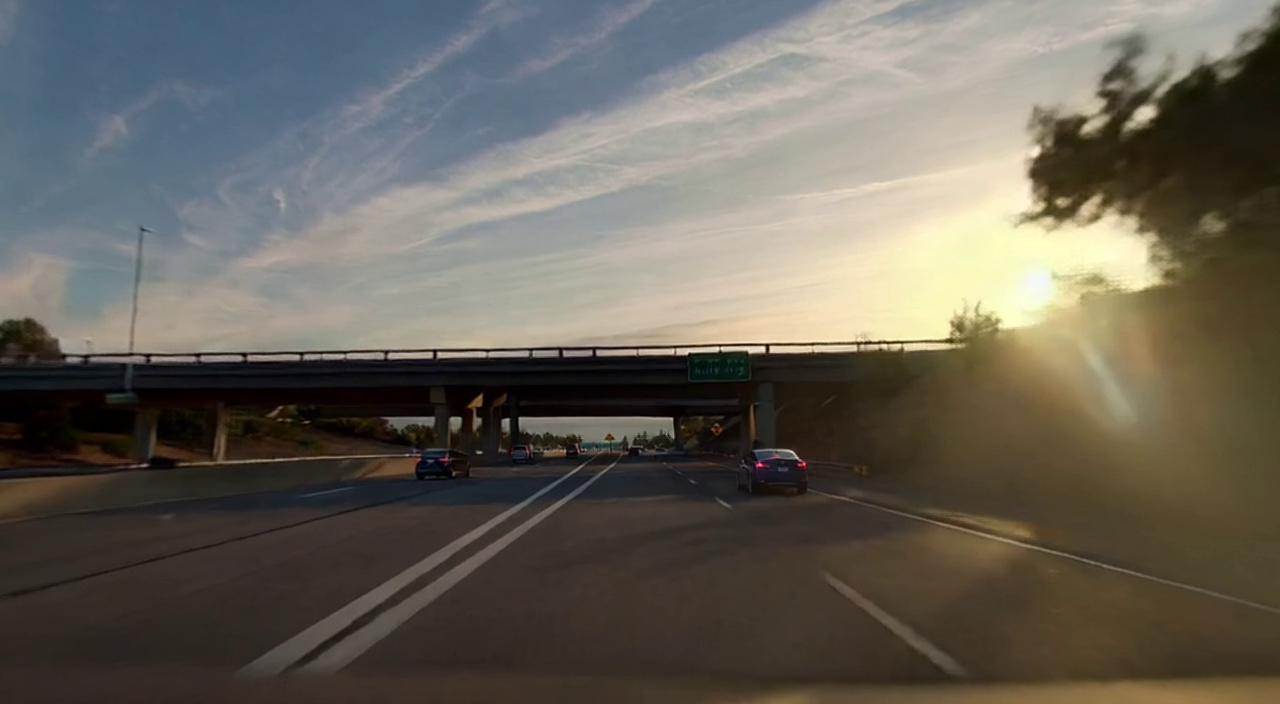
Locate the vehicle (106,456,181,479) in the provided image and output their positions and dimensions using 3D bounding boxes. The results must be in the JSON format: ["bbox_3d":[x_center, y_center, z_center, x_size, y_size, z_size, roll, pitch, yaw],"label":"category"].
[{"bbox_3d":[-36.495,8.498,46.424,1.886,1.521,4.740,0,-9,-4],"label":"vehicle"}]

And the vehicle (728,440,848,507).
[{"bbox_3d":[3.784,3.179,16.963,2.079,1.535,4.316,0,-9,-1],"label":"vehicle"}]

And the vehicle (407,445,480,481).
[{"bbox_3d":[-9.137,5.183,29.697,2.072,1.545,4.687,0,-9,-2],"label":"vehicle"}]
